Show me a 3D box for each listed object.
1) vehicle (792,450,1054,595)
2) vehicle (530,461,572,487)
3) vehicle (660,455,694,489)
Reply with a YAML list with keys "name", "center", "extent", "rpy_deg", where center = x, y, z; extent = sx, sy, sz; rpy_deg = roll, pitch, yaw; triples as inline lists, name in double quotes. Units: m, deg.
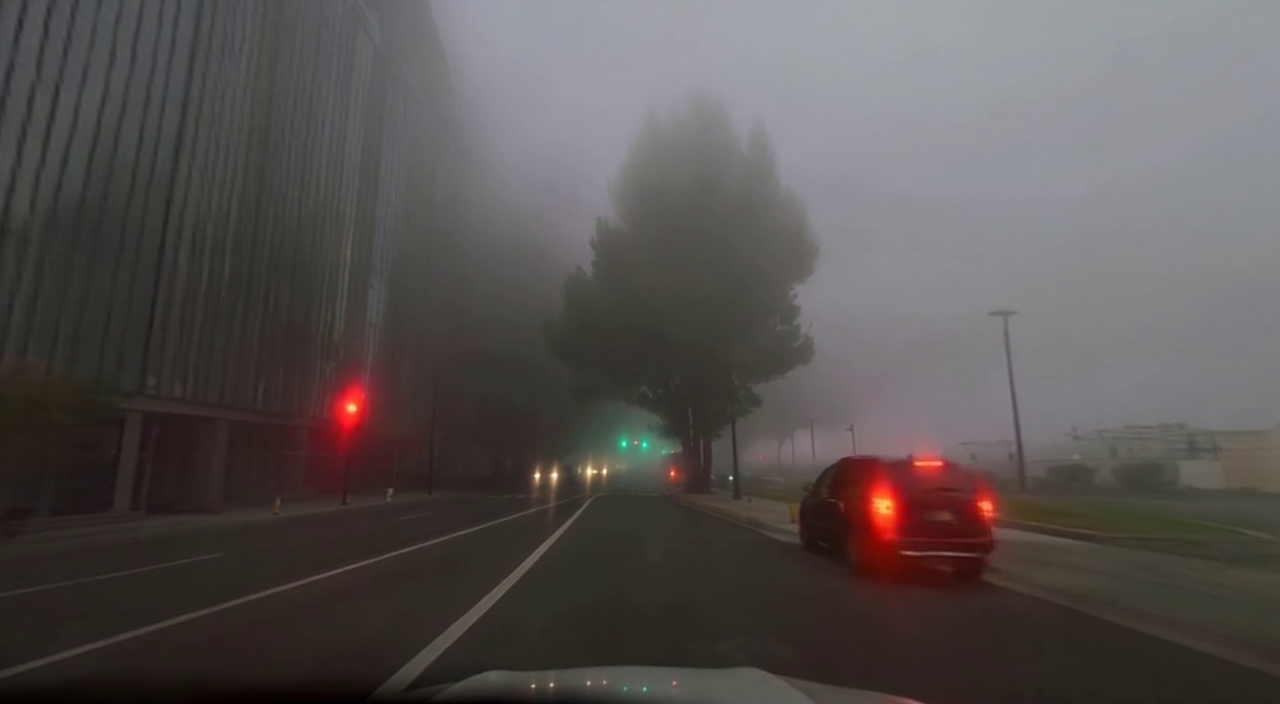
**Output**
- name: "vehicle"
  center: [3.417, 2.132, 8.518]
  extent: [1.899, 1.470, 3.666]
  rpy_deg: [0, -10, 2]
- name: "vehicle"
  center: [-6.623, 9.151, 47.437]
  extent: [2.043, 1.778, 4.602]
  rpy_deg: [-2, -10, 5]
- name: "vehicle"
  center: [2.382, 7.816, 41.196]
  extent: [2.064, 2.010, 4.791]
  rpy_deg: [0, -10, 2]
